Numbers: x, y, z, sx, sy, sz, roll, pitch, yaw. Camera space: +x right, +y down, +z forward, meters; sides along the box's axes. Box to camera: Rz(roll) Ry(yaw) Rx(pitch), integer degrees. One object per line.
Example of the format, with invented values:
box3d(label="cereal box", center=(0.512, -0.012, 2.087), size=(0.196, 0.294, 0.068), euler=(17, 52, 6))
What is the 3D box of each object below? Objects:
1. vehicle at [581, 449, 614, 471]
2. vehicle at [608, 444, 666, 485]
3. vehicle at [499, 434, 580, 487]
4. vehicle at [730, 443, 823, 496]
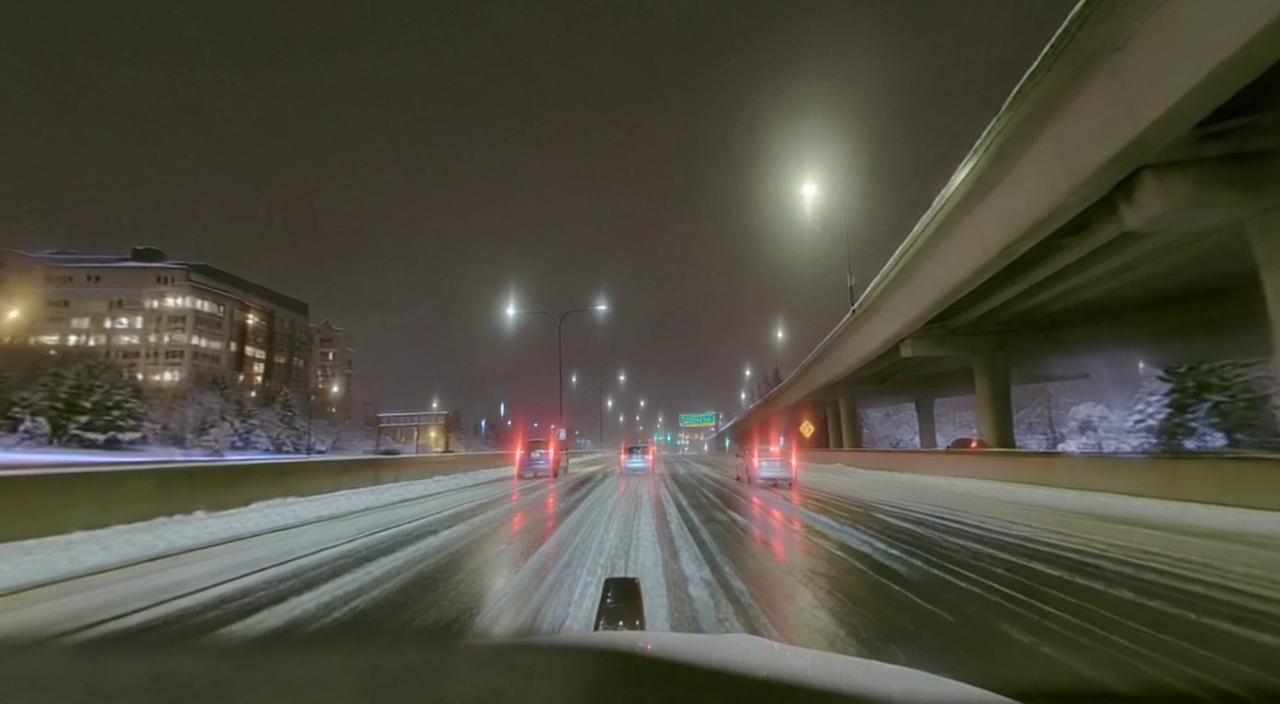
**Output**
box3d(label="vehicle", center=(-2.968, 7.661, 44.883), size=(1.868, 1.431, 4.055), euler=(0, -8, 3))
box3d(label="vehicle", center=(-0.072, 4.416, 25.100), size=(2.089, 1.493, 3.964), euler=(0, -8, 1))
box3d(label="vehicle", center=(-3.738, 4.149, 24.383), size=(2.142, 1.819, 4.648), euler=(0, -8, 3))
box3d(label="vehicle", center=(4.149, 3.624, 19.824), size=(1.974, 1.490, 3.994), euler=(0, -8, 0))
